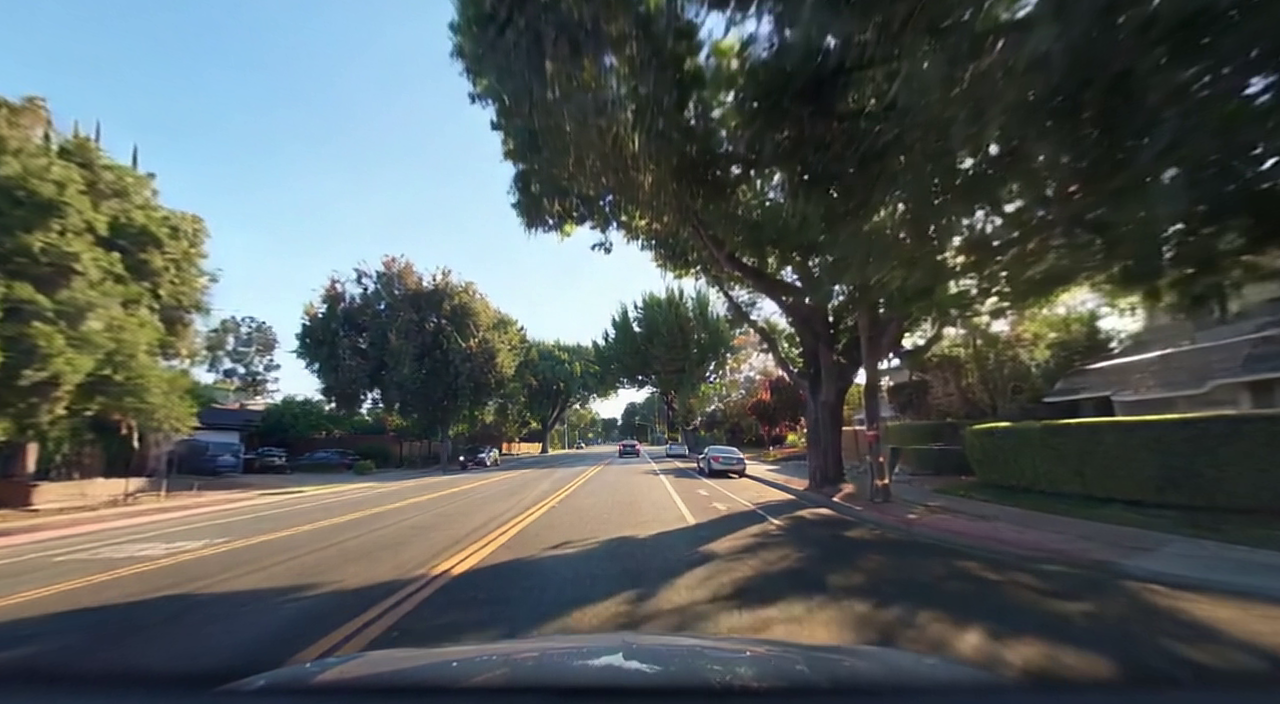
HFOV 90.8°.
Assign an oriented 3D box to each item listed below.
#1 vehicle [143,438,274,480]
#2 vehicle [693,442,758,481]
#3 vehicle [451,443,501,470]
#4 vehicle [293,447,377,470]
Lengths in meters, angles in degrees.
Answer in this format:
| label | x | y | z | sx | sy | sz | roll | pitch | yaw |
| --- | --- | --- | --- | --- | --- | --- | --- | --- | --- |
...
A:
| label | x | y | z | sx | sy | sz | roll | pitch | yaw |
| --- | --- | --- | --- | --- | --- | --- | --- | --- | --- |
| vehicle | -20.127 | 5.001 | 29.659 | 4.496 | 1.823 | 2.046 | 1 | -8 | -6 |
| vehicle | 3.567 | 4.676 | 27.266 | 2.014 | 1.498 | 4.484 | 1 | -8 | -3 |
| vehicle | -11.767 | 7.519 | 45.738 | 2.086 | 1.711 | 5.661 | -3 | -8 | 0 |
| vehicle | -18.999 | 6.652 | 39.492 | 4.326 | 1.355 | 1.812 | 1 | -8 | -4 |
